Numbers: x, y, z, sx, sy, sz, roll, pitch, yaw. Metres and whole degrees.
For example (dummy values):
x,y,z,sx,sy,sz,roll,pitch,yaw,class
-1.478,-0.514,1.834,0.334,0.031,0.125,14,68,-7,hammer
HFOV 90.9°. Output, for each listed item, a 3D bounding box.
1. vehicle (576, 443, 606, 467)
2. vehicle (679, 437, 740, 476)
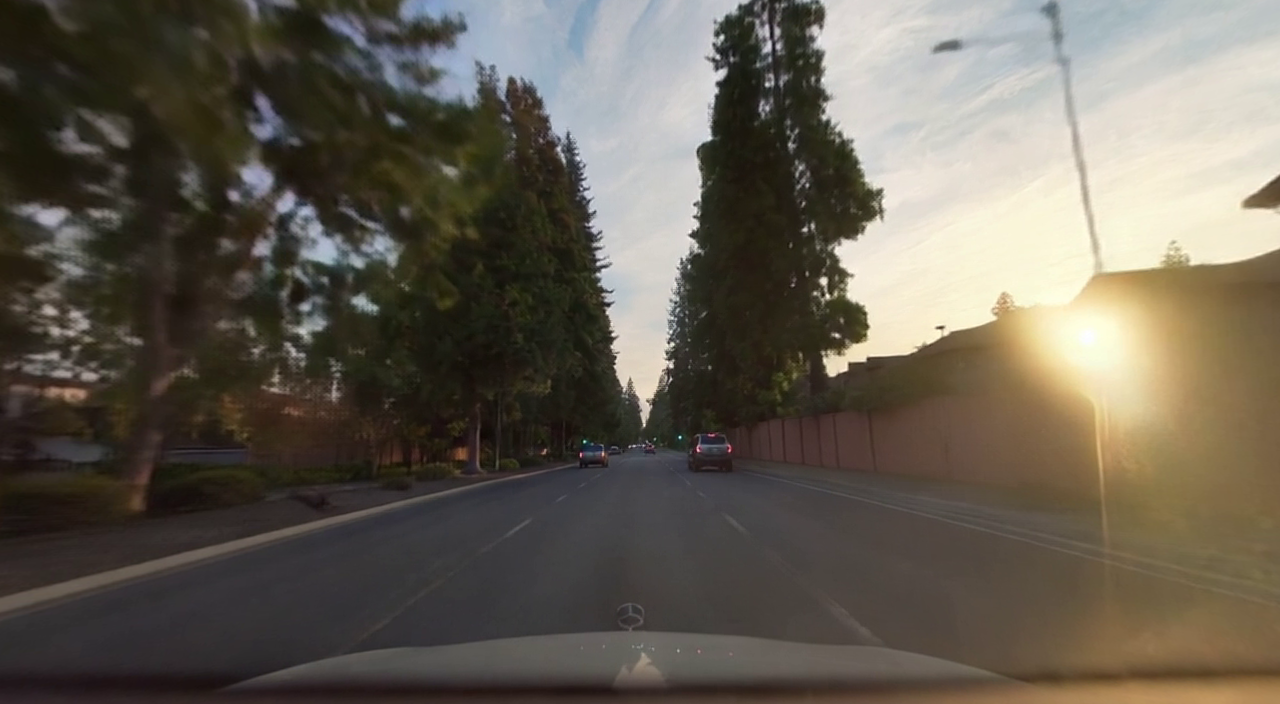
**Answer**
x,y,z,sx,sy,sz,roll,pitch,yaw,class
-3.734,7.967,49.136,2.002,1.747,4.728,0,-8,0,vehicle
3.260,5.039,30.610,2.321,1.695,5.037,0,-8,0,vehicle
